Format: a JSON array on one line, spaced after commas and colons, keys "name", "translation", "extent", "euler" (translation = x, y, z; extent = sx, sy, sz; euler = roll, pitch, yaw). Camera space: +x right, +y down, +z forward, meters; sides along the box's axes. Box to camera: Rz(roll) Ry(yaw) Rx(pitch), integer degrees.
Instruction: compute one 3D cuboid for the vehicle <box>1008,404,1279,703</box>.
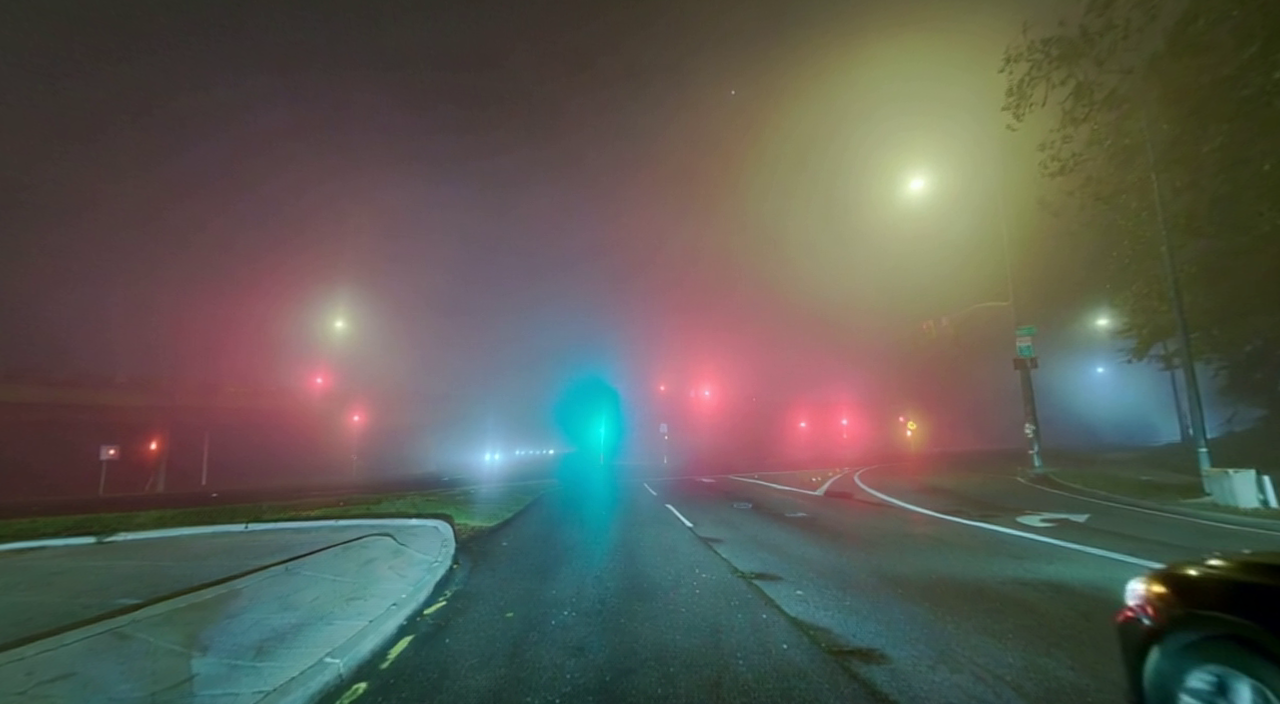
[{"name": "vehicle", "translation": [2.802, 0.715, 0.804], "extent": [1.909, 1.425, 4.521], "euler": [0, -9, 0]}]
